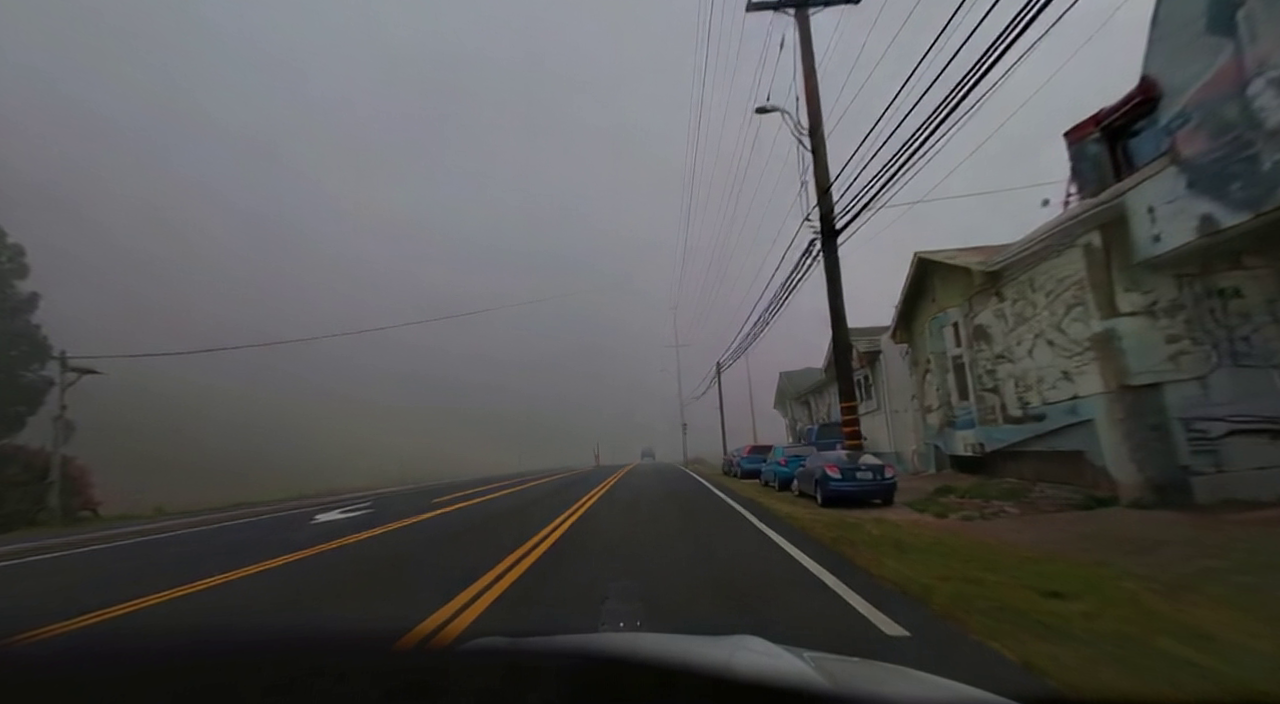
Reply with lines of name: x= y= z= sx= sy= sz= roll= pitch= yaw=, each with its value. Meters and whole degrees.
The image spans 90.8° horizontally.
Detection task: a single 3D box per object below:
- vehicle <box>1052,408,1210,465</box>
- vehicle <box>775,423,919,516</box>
vehicle: x=16.569 y=2.981 z=21.675 sx=1.837 sy=1.533 sz=4.388 roll=-6 pitch=-11 yaw=1
vehicle: x=5.266 y=3.117 z=16.870 sx=2.072 sy=1.889 sz=4.468 roll=-7 pitch=-10 yaw=-2
